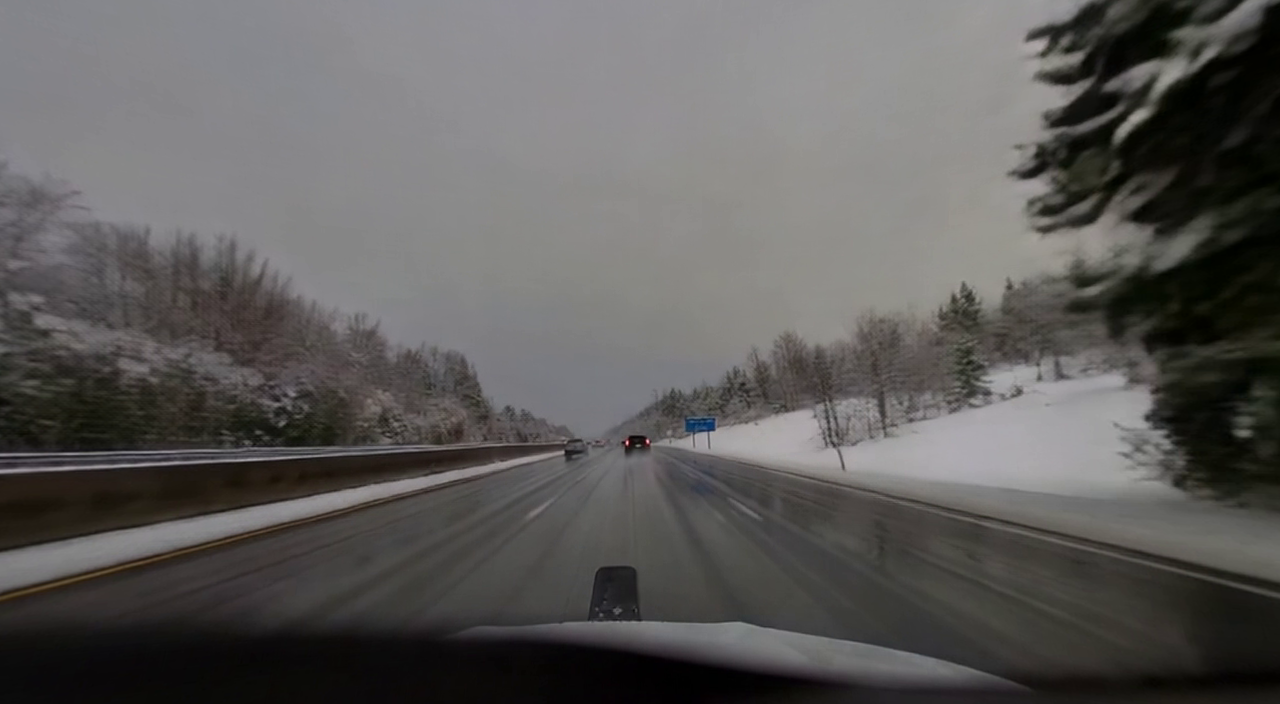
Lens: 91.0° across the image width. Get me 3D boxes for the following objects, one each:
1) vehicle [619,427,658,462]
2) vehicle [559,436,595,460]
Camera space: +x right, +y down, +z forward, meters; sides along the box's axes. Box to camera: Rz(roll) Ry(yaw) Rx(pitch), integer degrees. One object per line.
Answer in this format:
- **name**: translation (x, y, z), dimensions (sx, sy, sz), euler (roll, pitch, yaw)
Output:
- **vehicle**: translation (-0.166, 5.609, 38.358), dimensions (2.223, 1.957, 4.416), euler (0, -8, -2)
- **vehicle**: translation (-4.213, 6.463, 42.524), dimensions (2.062, 1.567, 4.117), euler (0, -8, -1)
